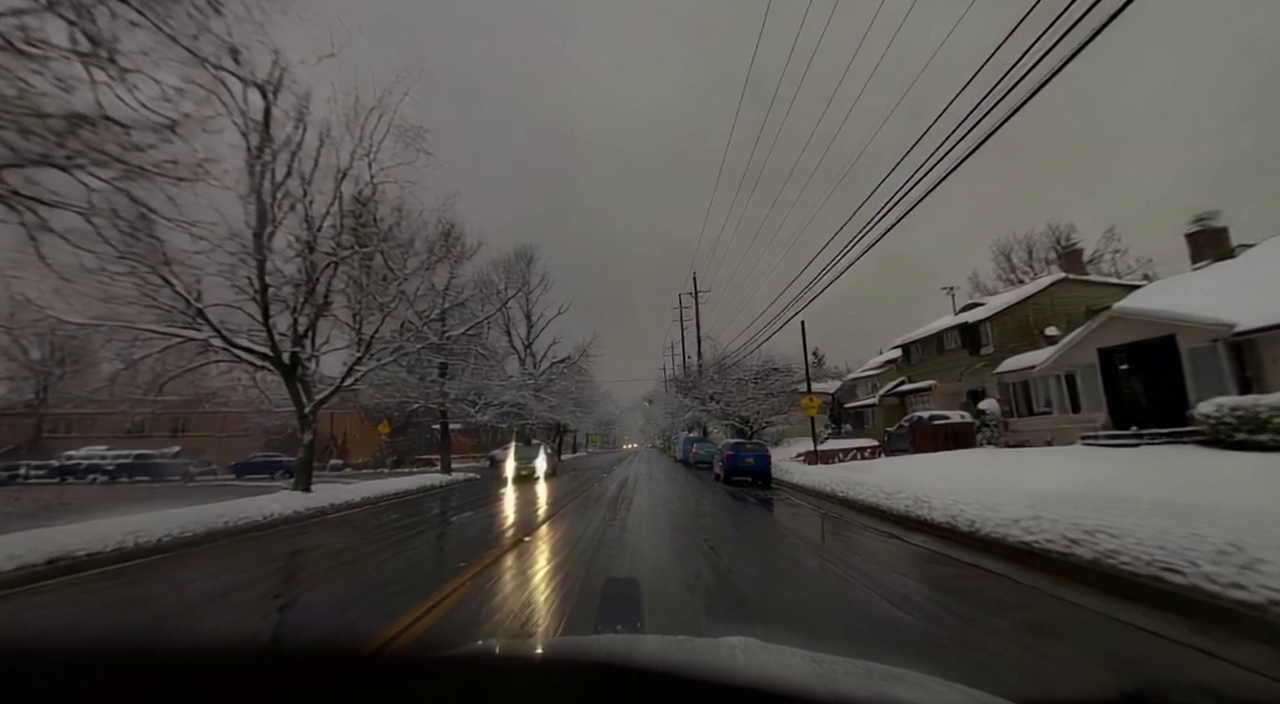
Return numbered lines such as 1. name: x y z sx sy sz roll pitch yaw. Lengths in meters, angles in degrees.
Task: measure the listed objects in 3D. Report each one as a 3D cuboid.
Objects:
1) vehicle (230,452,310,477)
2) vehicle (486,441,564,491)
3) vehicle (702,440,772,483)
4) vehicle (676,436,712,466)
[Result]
1. vehicle: -26.538 8.061 45.391 4.542 1.692 1.892 0 -8 2
2. vehicle: -3.740 3.767 21.200 1.839 1.520 3.656 -1 -8 2
3. vehicle: 3.632 4.180 24.471 1.915 1.491 4.642 0 -8 0
4. vehicle: 3.762 6.990 44.740 2.004 1.923 4.681 0 -8 -2
